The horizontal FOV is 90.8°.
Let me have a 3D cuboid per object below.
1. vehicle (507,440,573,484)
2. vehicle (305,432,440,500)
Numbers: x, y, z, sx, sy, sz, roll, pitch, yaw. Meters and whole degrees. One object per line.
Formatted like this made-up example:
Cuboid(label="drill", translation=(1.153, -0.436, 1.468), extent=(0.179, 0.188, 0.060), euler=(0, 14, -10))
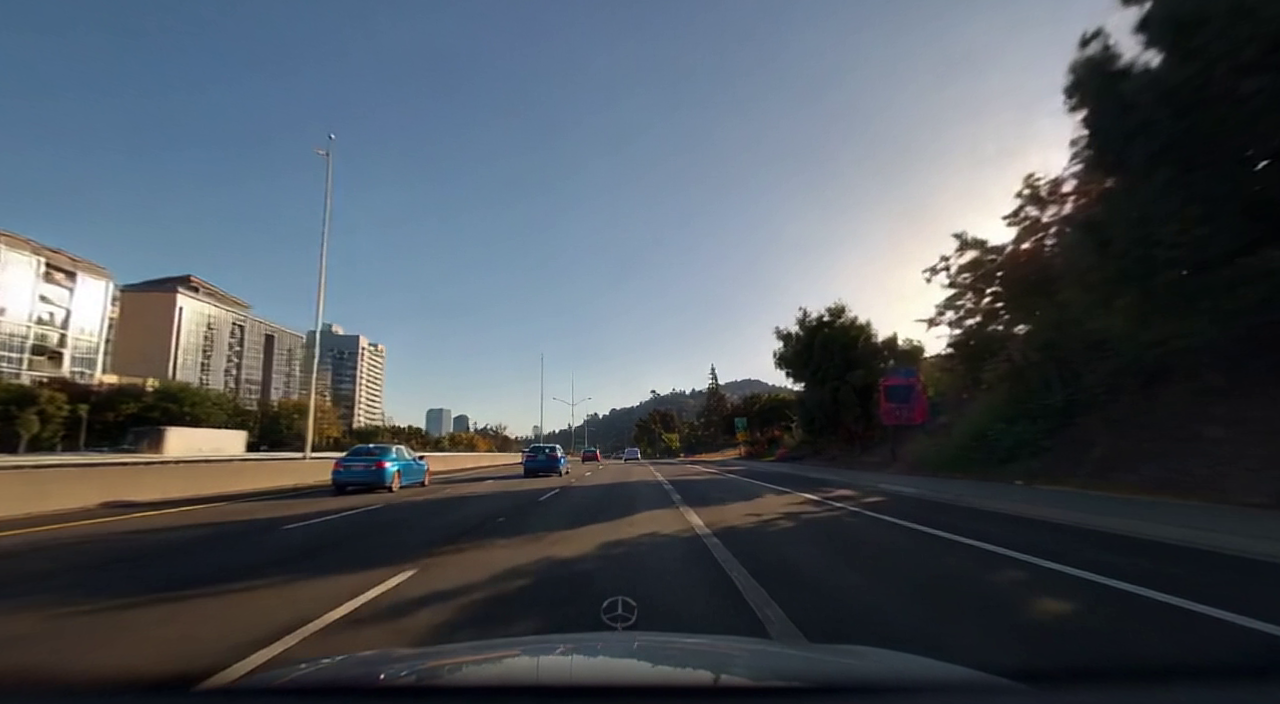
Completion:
Cuboid(label="vehicle", translation=(-4.142, 4.627, 26.800), extent=(2.075, 1.702, 4.257), euler=(0, -9, 0))
Cuboid(label="vehicle", translation=(-8.126, 3.492, 19.811), extent=(2.040, 1.824, 4.917), euler=(0, -9, 0))
